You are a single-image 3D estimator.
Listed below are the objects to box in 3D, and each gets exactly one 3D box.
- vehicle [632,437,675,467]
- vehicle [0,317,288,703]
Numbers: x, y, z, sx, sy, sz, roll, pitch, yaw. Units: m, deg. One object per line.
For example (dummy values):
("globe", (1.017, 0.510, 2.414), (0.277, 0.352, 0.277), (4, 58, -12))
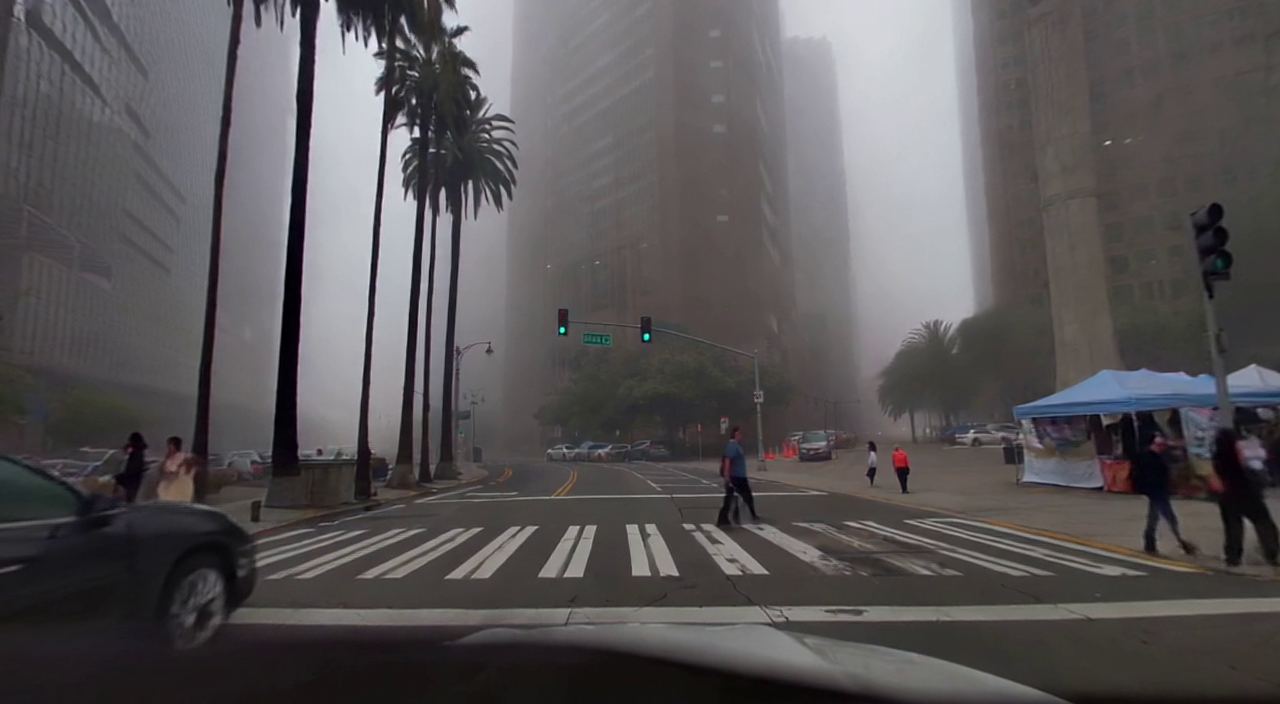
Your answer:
("vehicle", (0.915, 7.348, 46.616), (2.322, 2.071, 5.366), (1, -9, -9))
("vehicle", (-3.237, 0.632, 1.619), (1.948, 1.674, 4.668), (0, -8, 0))
